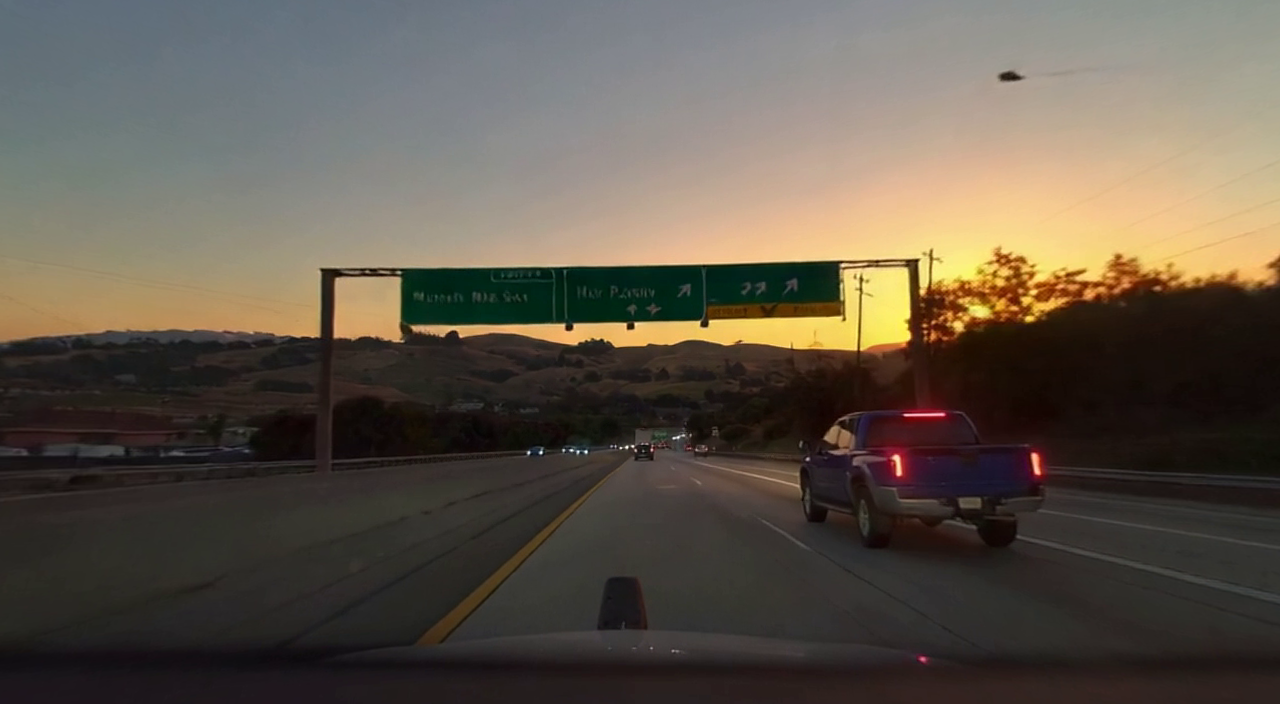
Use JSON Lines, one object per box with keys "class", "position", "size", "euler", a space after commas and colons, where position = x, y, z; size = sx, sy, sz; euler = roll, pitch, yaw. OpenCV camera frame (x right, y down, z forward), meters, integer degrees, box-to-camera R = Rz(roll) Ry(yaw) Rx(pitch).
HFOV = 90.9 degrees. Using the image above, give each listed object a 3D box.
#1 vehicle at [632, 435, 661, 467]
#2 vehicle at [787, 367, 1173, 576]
{"class": "vehicle", "position": [0.458, 7.433, 47.478], "size": [2.099, 2.260, 4.899], "euler": [0, -9, 0]}
{"class": "vehicle", "position": [4.184, 1.653, 9.439], "size": [2.594, 2.155, 5.670], "euler": [0, -9, 0]}
